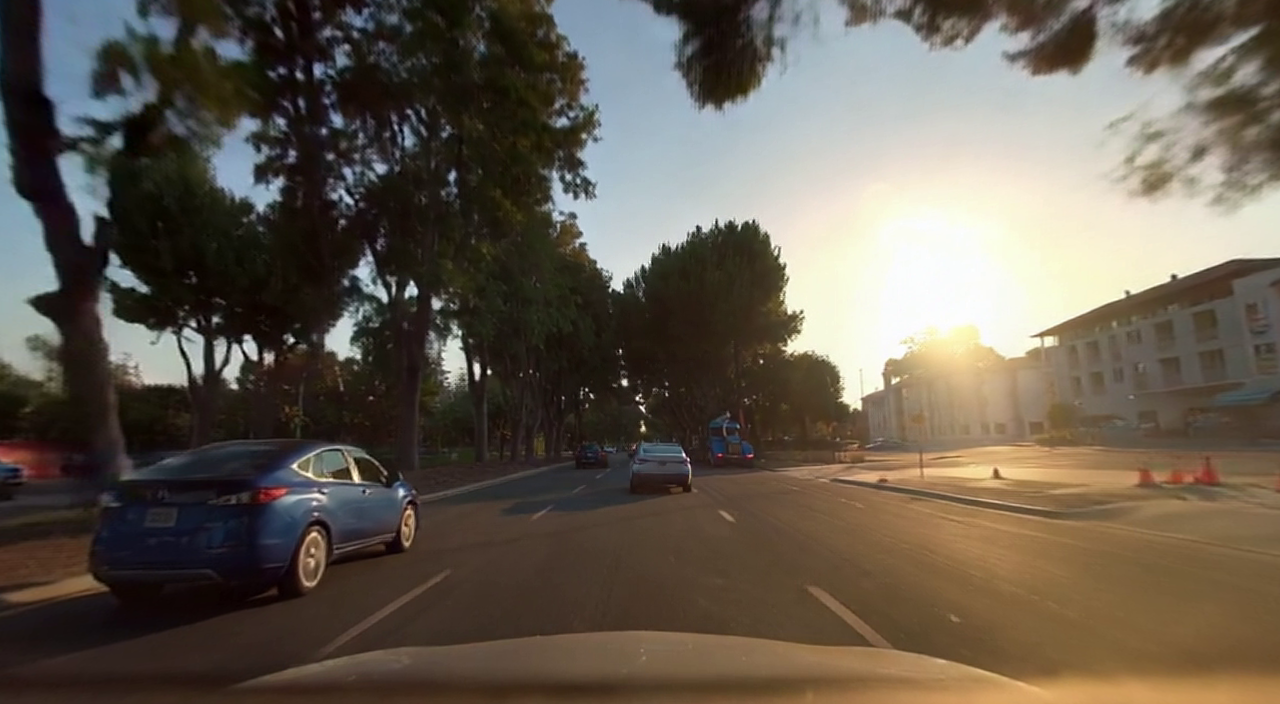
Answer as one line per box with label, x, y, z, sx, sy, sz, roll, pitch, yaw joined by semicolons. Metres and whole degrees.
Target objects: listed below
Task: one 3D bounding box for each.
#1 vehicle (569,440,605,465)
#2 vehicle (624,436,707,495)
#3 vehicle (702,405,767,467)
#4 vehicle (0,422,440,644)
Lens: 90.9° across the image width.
vehicle;-3.640;7.044;44.133;2.062;1.641;4.193;0;-8;1
vehicle;0.629;3.182;18.044;2.086;1.466;4.026;0;-8;-1
vehicle;6.132;5.777;42.863;2.867;3.600;11.047;-1;-8;1
vehicle;-3.975;1.599;6.790;2.003;1.507;4.808;0;-8;1
